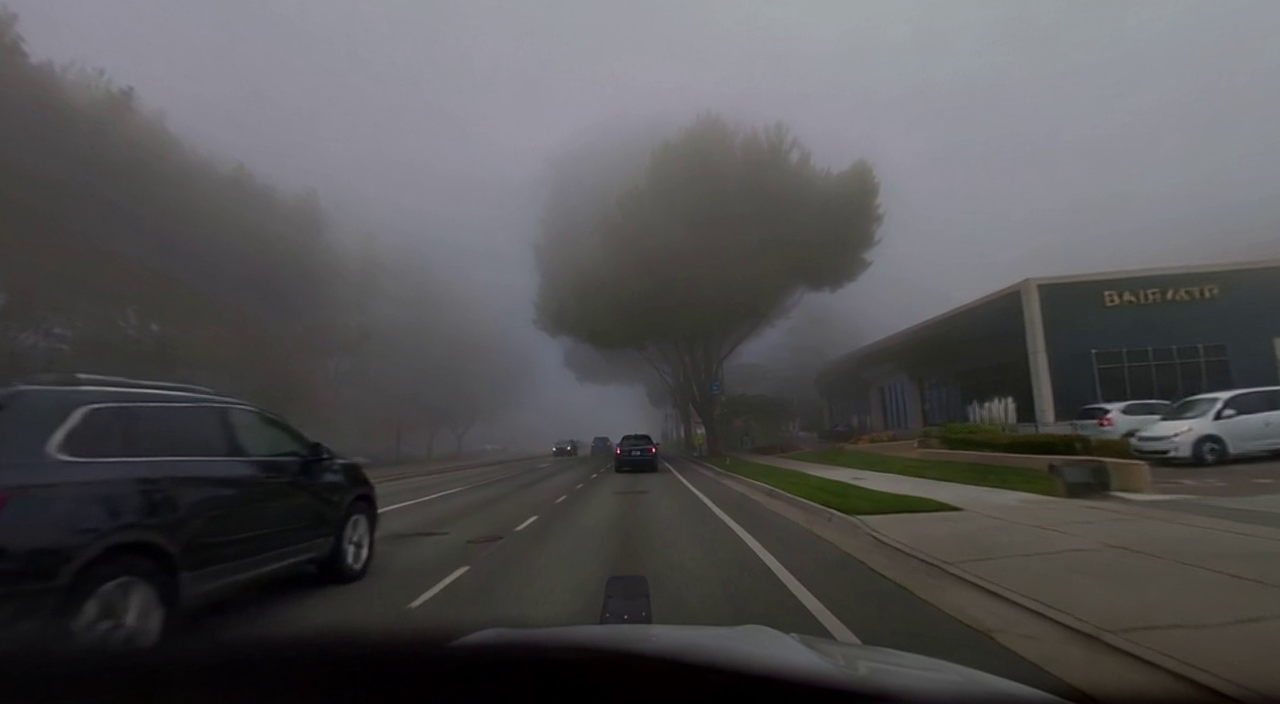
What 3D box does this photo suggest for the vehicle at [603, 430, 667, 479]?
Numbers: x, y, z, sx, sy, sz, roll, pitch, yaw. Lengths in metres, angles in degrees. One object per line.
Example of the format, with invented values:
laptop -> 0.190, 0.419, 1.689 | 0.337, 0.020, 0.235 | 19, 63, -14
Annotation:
vehicle -> -0.139, 3.667, 22.848 | 2.108, 1.612, 4.246 | 0, -8, 1

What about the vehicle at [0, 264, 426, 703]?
vehicle -> -3.641, 0.913, 4.261 | 2.358, 1.990, 5.447 | 0, -8, 1
